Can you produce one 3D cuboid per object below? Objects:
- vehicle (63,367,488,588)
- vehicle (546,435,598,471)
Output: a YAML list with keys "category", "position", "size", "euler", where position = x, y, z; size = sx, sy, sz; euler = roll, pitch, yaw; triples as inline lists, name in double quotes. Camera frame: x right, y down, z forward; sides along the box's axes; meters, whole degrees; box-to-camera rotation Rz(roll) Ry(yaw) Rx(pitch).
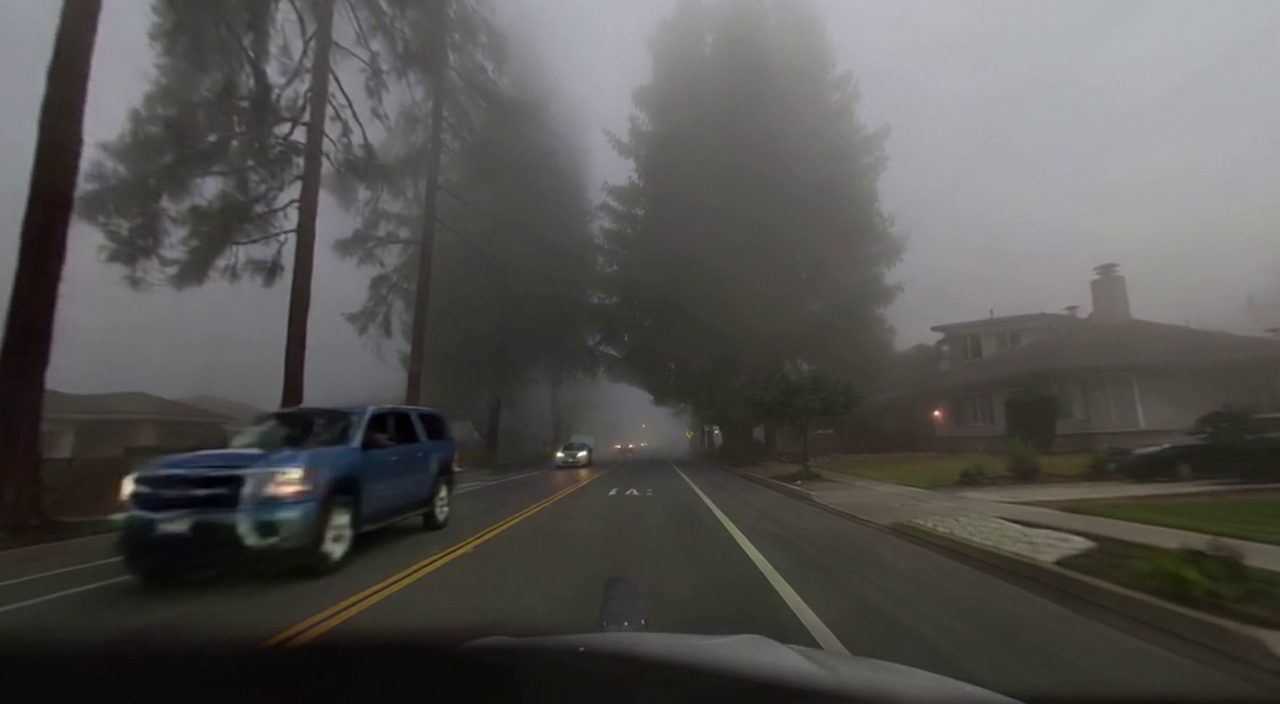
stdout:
- category: "vehicle"
  position: [-4.184, 1.601, 8.961]
  size: [2.417, 2.088, 5.780]
  euler: [0, -8, 2]
- category: "vehicle"
  position: [-3.597, 5.470, 34.263]
  size: [2.172, 1.793, 4.696]
  euler: [0, -8, 2]
